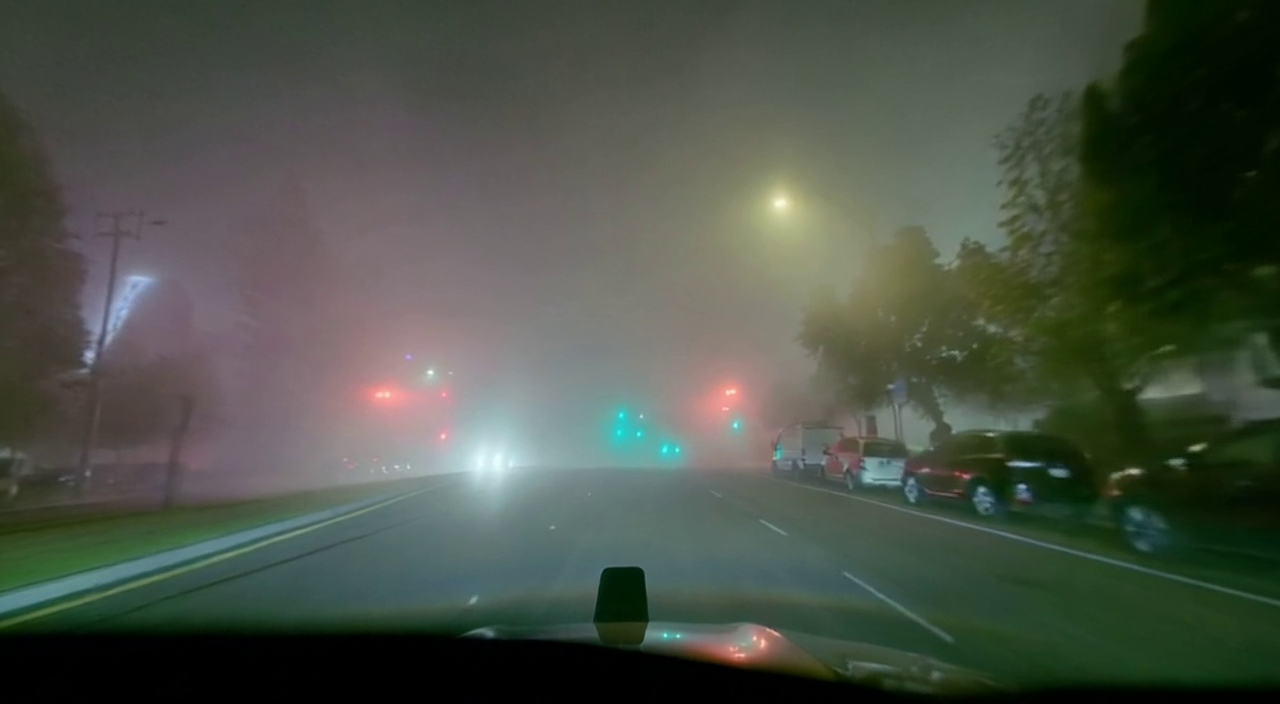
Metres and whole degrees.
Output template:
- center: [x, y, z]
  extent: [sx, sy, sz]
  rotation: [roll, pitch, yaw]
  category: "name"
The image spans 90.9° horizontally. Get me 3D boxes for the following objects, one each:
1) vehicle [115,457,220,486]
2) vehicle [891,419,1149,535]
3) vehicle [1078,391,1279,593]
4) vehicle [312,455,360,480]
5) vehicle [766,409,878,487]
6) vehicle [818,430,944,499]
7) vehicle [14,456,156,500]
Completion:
- center: [-25.491, 6.460, 34.124]
  extent: [4.194, 1.471, 1.834]
  rotation: [0, -9, -1]
  category: "vehicle"
- center: [7.056, 2.362, 12.545]
  extent: [2.089, 1.788, 4.817]
  rotation: [1, -9, 0]
  category: "vehicle"
- center: [7.052, 1.348, 6.165]
  extent: [2.200, 1.860, 4.511]
  rotation: [0, -9, -1]
  category: "vehicle"
- center: [-22.470, 8.506, 46.707]
  extent: [1.875, 1.528, 3.717]
  rotation: [-5, -9, -3]
  category: "vehicle"
- center: [7.150, 3.909, 25.838]
  extent: [2.391, 2.750, 6.853]
  rotation: [0, -9, -1]
  category: "vehicle"
- center: [6.992, 3.304, 18.898]
  extent: [1.889, 1.799, 4.704]
  rotation: [0, -9, 0]
  category: "vehicle"
- center: [-22.292, 5.028, 25.600]
  extent: [1.922, 1.545, 4.178]
  rotation: [0, -9, 1]
  category: "vehicle"
